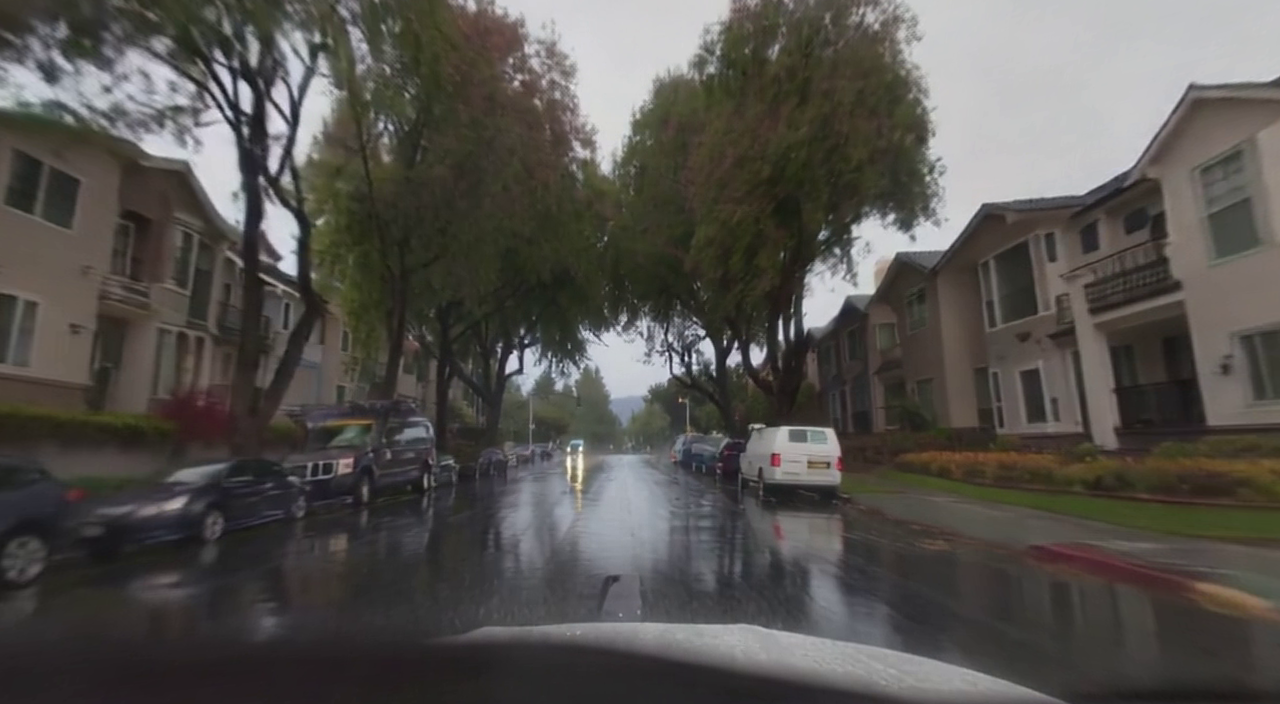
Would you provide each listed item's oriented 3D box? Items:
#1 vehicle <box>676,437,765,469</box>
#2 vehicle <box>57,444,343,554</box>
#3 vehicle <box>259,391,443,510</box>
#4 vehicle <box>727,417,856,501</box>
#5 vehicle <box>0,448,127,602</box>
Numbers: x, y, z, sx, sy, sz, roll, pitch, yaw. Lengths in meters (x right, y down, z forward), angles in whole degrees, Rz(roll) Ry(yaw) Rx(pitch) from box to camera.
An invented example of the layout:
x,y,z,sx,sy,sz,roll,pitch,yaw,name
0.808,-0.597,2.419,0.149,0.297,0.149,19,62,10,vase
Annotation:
x,y,z,sx,sy,sz,roll,pitch,yaw,name
4.668,5.838,36.687,4.726,1.731,2.075,-4,-10,28,vehicle
-7.181,2.385,10.969,1.953,1.501,4.125,-1,-9,1,vehicle
-7.503,2.732,17.307,2.341,2.674,5.753,-1,-10,-1,vehicle
3.934,2.907,17.441,2.216,1.955,4.970,0,-8,-2,vehicle
-7.183,1.613,5.537,1.832,1.483,4.140,-1,-9,0,vehicle
